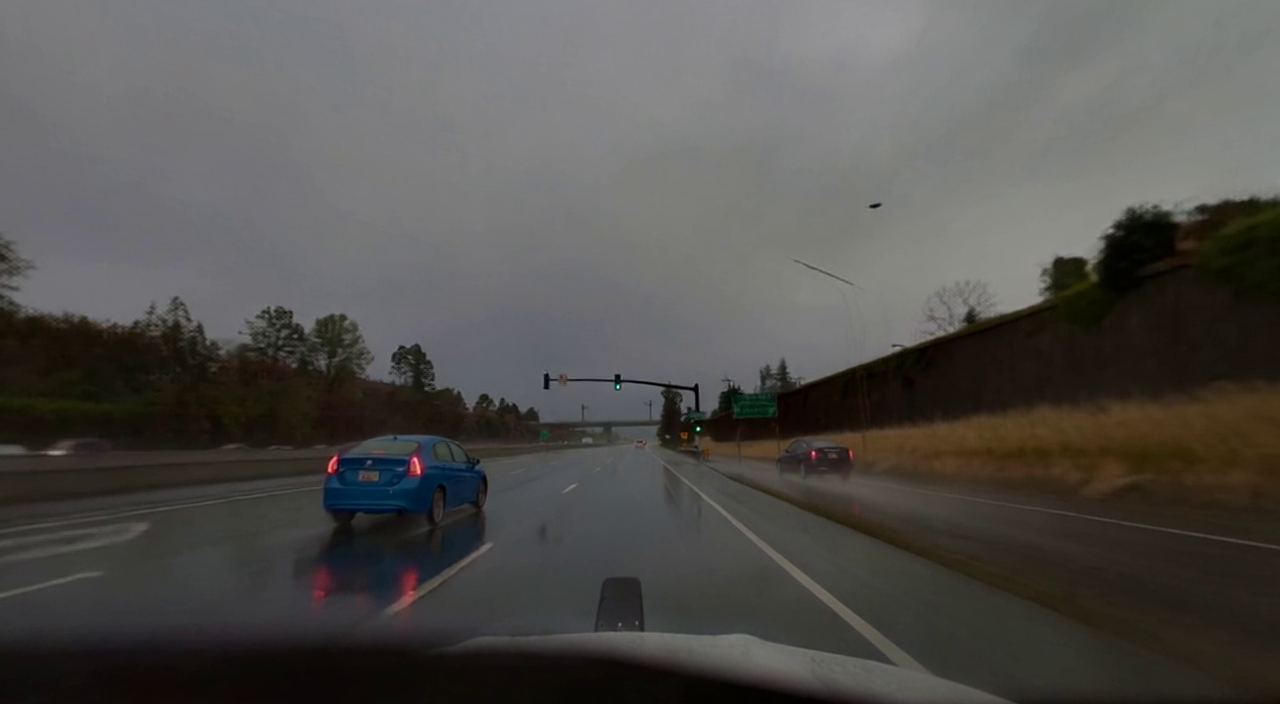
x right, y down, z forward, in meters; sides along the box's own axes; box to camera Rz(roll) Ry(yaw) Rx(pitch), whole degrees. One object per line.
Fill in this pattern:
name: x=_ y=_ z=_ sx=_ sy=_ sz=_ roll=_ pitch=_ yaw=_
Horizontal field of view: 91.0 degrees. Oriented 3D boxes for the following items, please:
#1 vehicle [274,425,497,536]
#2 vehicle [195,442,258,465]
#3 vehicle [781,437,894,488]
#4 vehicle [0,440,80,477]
vehicle: x=-4.029 y=2.109 z=10.966 sx=1.987 sy=1.516 sz=4.478 roll=0 pitch=-9 yaw=0
vehicle: x=-32.478 y=7.954 z=49.607 sx=1.913 sy=1.688 sz=4.438 roll=0 pitch=-9 yaw=-1
vehicle: x=6.374 y=3.620 z=21.028 sx=2.049 sy=1.481 sz=4.774 roll=1 pitch=-9 yaw=-2
vehicle: x=-32.717 y=5.541 z=32.892 sx=2.000 sy=1.799 sz=5.295 roll=0 pitch=-9 yaw=0
